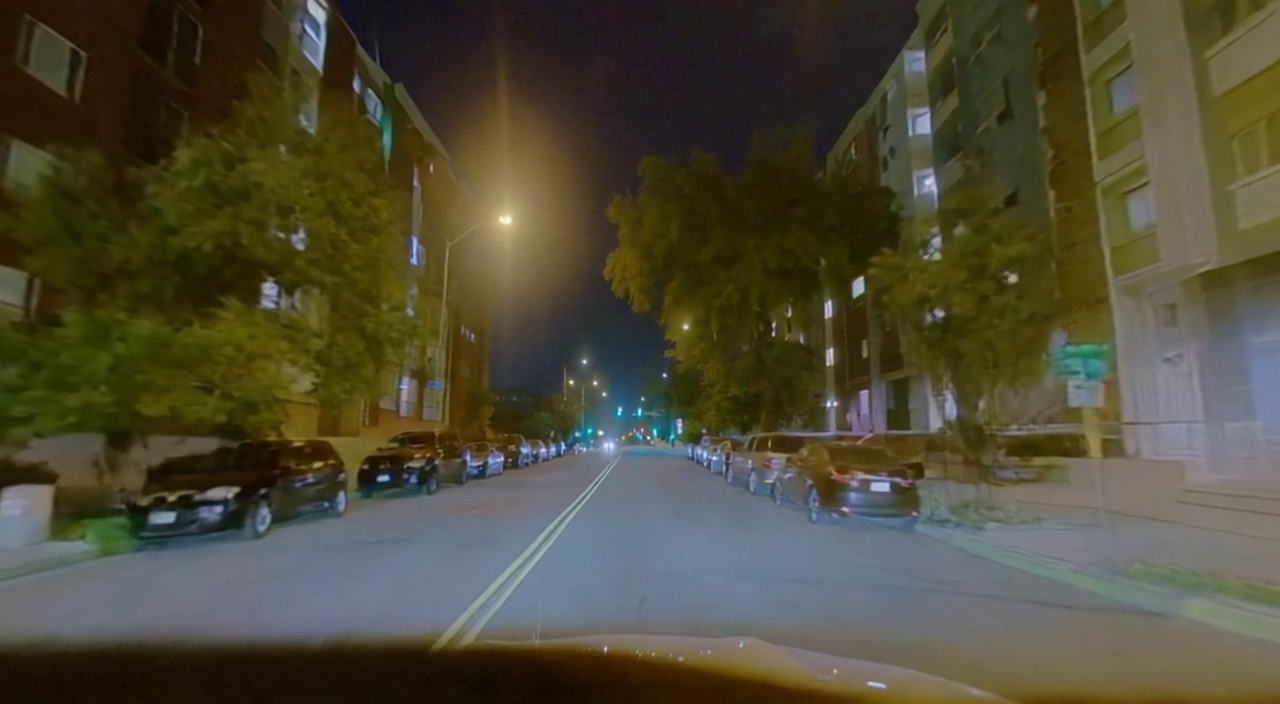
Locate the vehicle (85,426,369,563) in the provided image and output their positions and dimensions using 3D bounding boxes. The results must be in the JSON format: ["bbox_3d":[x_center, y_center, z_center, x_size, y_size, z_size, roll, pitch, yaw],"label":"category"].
[{"bbox_3d":[-6.376,2.130,10.498,1.763,1.612,4.462,-5,-7,-1],"label":"vehicle"}]

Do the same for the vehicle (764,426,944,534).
[{"bbox_3d":[3.805,2.300,12.241,1.924,1.657,4.665,0,-7,1],"label":"vehicle"}]

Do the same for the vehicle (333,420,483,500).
[{"bbox_3d":[-6.166,2.882,17.554,2.175,1.849,4.725,-2,-7,3],"label":"vehicle"}]
